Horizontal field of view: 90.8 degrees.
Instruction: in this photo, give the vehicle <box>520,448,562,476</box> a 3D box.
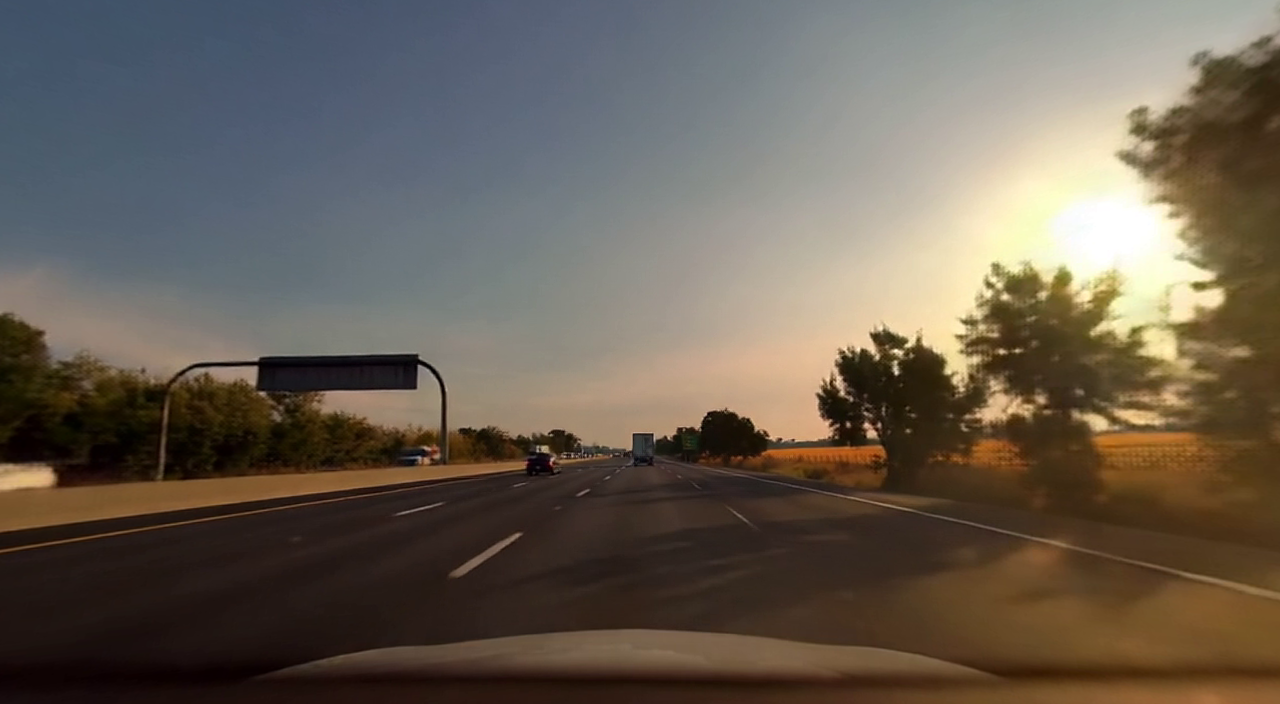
[{"bbox_3d":[-6.719,7.542,43.431,2.052,1.817,4.744,0,-9,1],"label":"vehicle"}]
